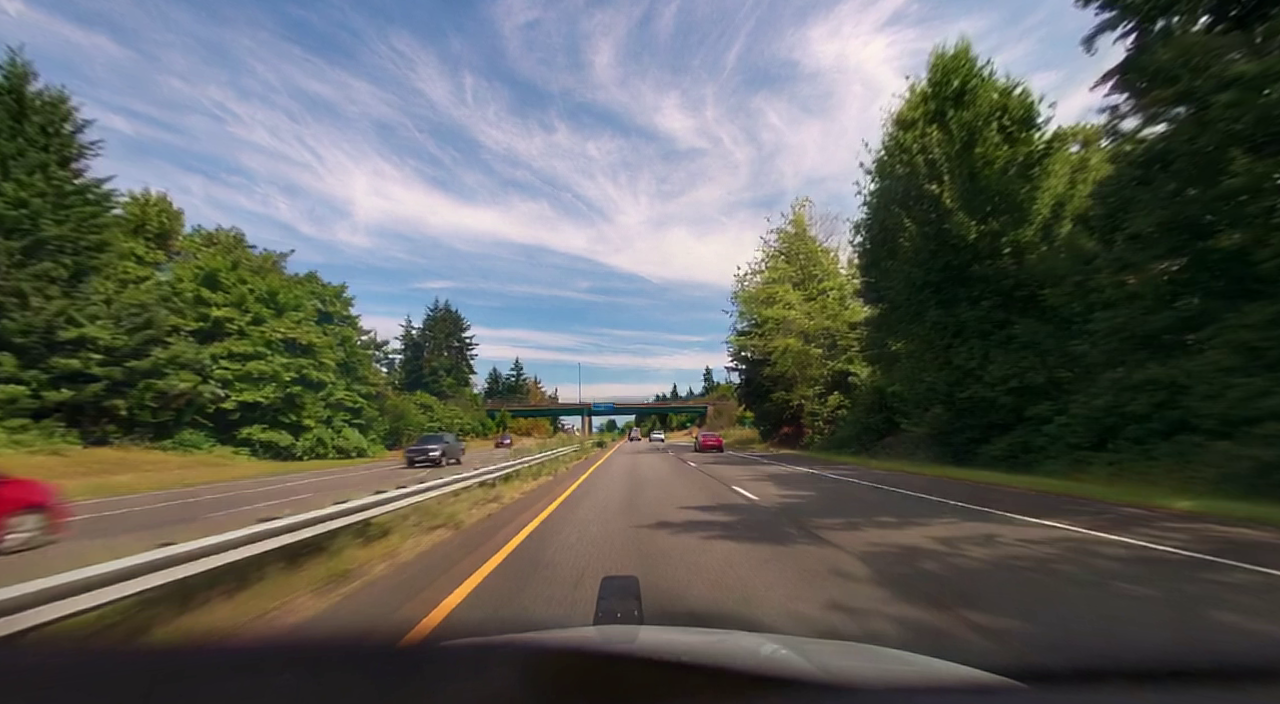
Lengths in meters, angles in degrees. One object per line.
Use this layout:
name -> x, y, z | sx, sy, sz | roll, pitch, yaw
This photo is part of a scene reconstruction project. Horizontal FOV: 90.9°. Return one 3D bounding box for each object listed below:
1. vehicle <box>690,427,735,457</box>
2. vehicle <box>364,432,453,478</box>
vehicle -> 4.244, 5.360, 37.570 | 2.073, 1.651, 4.065 | 0, -8, -2
vehicle -> -8.924, 3.983, 24.709 | 1.978, 1.652, 4.157 | 0, -8, -1
